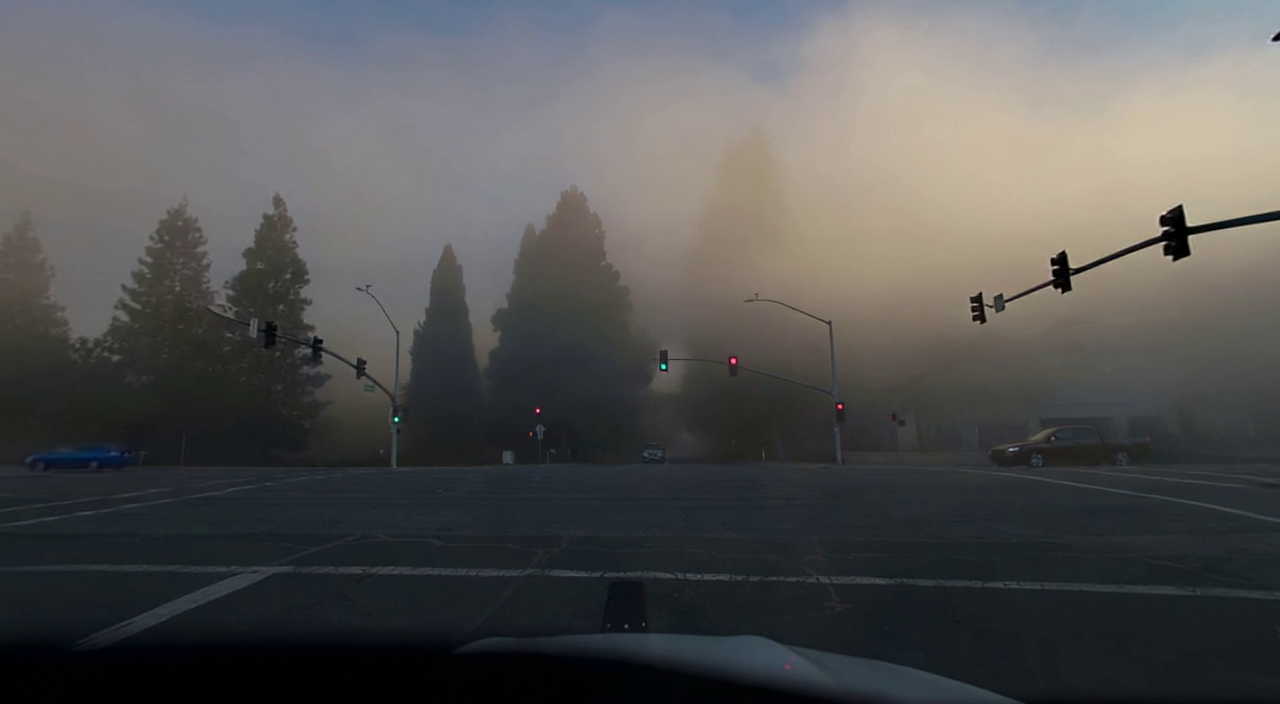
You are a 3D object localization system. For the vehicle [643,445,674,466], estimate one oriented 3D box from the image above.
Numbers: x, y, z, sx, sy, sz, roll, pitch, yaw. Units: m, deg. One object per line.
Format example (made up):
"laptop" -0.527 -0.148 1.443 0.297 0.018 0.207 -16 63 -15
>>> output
"vehicle" 1.279 7.628 46.470 2.132 1.449 4.235 0 -9 0

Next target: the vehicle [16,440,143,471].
"vehicle" -28.332 5.245 31.961 4.681 1.465 1.820 0 -9 0
